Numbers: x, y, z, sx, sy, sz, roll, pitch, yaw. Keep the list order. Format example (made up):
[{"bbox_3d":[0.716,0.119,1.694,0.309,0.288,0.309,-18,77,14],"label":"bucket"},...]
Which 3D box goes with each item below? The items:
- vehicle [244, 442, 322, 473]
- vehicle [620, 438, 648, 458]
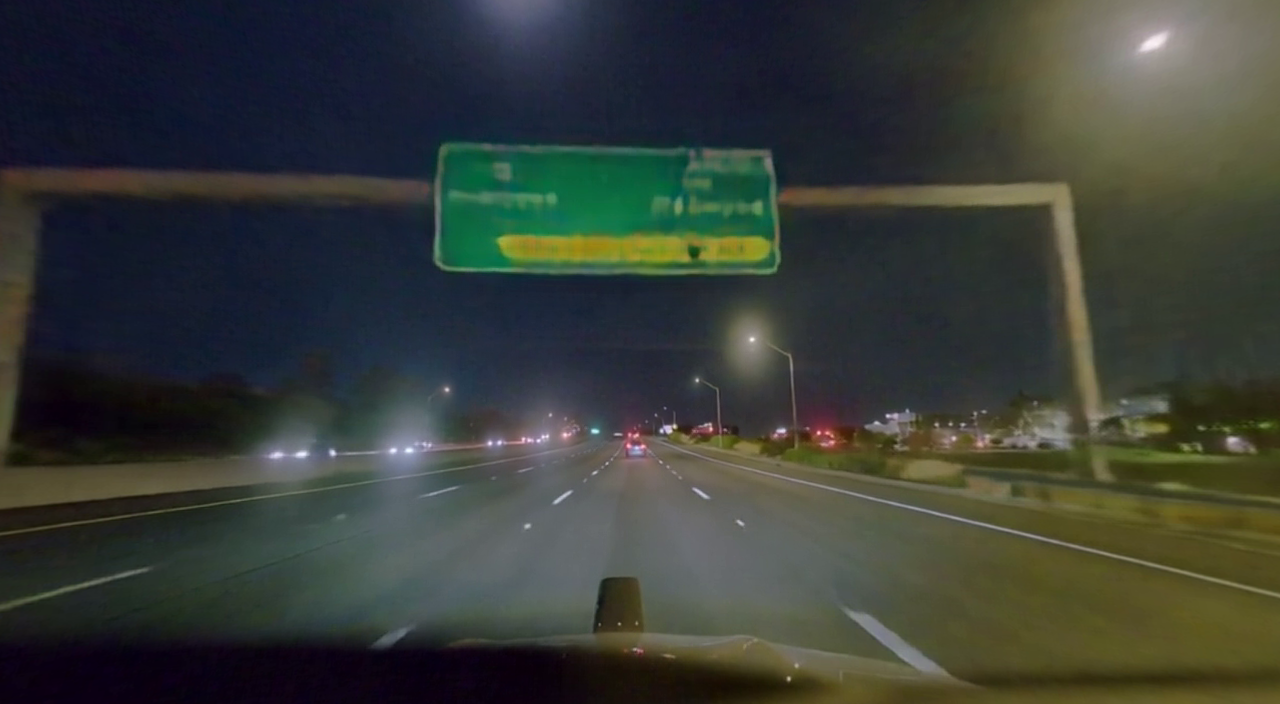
[{"bbox_3d":[-21.058,6.235,37.522,1.927,1.699,4.713,0,-9,0],"label":"vehicle"},{"bbox_3d":[-0.510,7.316,48.002,2.025,1.460,4.189,0,-9,-1],"label":"vehicle"}]
